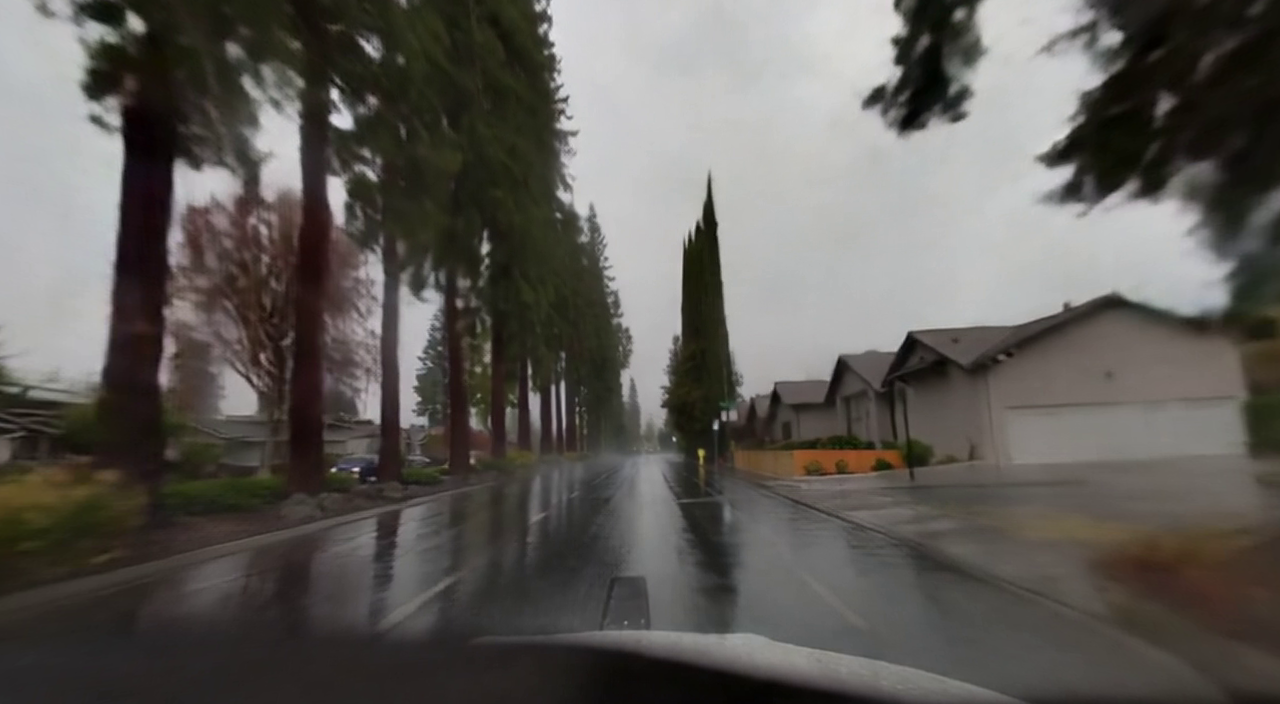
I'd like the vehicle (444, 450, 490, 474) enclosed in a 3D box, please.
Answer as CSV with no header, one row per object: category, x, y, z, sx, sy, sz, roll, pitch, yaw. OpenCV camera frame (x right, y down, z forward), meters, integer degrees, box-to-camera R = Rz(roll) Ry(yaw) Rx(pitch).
vehicle,-12.641,8.084,46.386,2.193,1.628,4.560,0,-9,-1

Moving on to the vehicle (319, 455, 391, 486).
vehicle,-15.480,6.445,34.528,1.942,1.481,4.412,0,-9,-1
